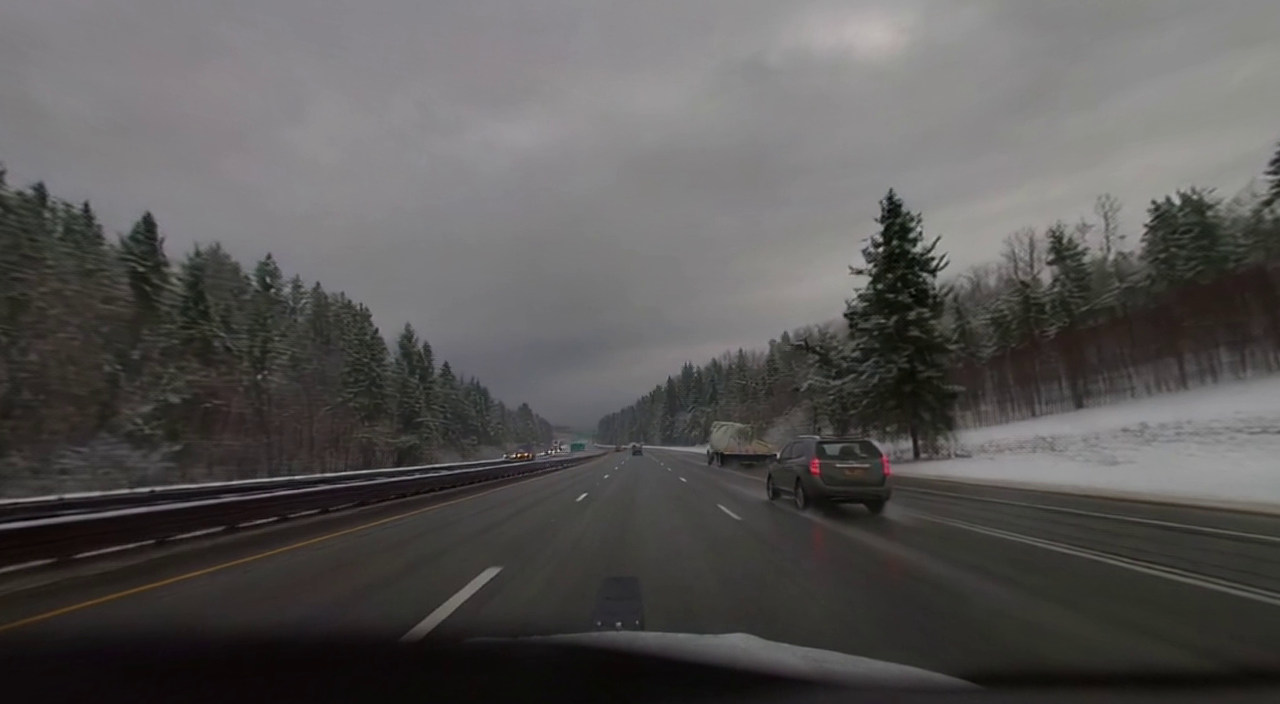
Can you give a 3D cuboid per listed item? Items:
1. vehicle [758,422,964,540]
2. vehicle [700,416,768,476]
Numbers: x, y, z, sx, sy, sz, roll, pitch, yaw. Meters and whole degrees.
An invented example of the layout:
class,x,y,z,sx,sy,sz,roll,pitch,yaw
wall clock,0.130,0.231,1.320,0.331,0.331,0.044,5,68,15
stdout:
class,x,y,z,sx,sy,sz,roll,pitch,yaw
vehicle,3.435,2.091,10.756,2.019,1.601,3.953,0,-9,0
vehicle,4.337,4.515,30.140,2.300,2.564,5.643,0,-9,-1
